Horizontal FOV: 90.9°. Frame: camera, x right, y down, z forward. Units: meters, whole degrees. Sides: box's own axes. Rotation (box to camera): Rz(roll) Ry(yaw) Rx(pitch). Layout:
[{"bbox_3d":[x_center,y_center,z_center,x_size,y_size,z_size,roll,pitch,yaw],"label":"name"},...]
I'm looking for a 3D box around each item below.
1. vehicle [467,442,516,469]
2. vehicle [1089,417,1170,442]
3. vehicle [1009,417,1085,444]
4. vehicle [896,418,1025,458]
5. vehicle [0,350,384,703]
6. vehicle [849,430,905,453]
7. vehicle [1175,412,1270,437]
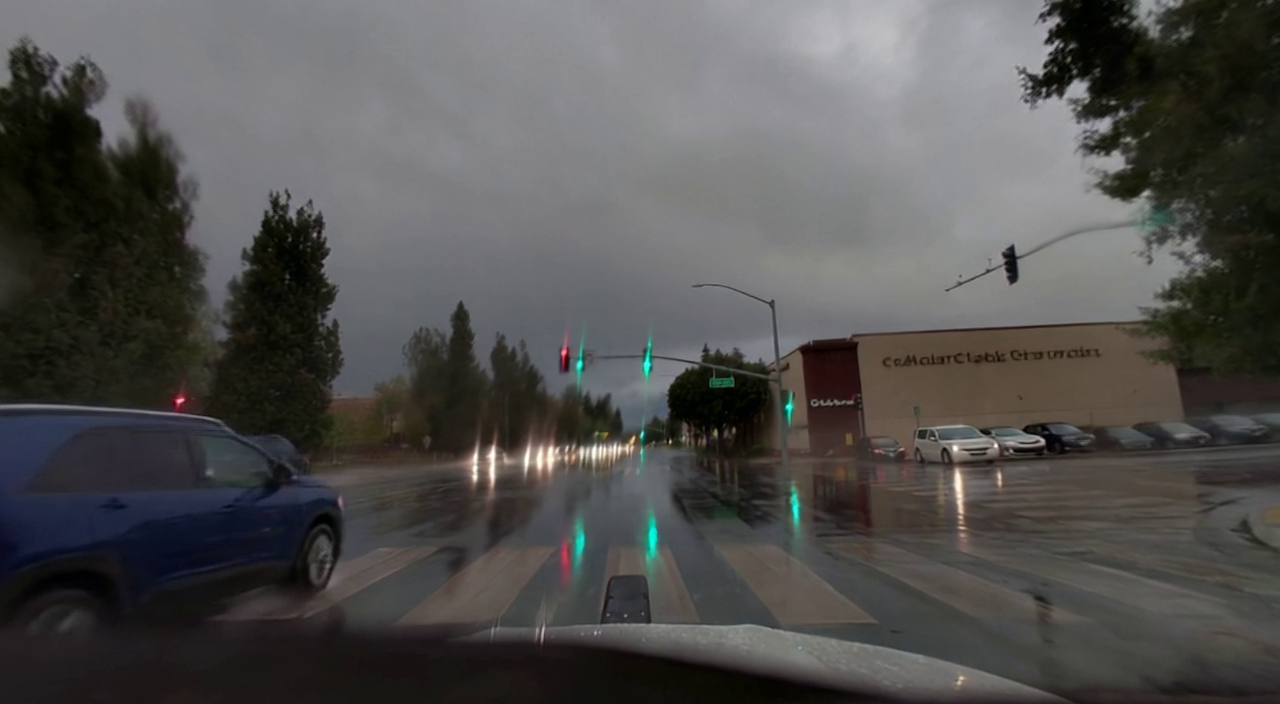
[{"bbox_3d":[-9.272,6.481,39.701,2.026,1.616,4.199,0,-8,1],"label":"vehicle"},{"bbox_3d":[31.345,5.003,40.524,1.823,1.480,4.003,0,-8,-4],"label":"vehicle"},{"bbox_3d":[26.312,5.153,40.966,2.011,1.656,4.163,0,-8,-3],"label":"vehicle"},{"bbox_3d":[13.978,3.775,27.677,4.566,1.670,2.000,0,-8,-2],"label":"vehicle"},{"bbox_3d":[-3.404,1.023,3.698,1.934,1.649,4.490,0,-8,0],"label":"vehicle"},{"bbox_3d":[17.274,6.545,46.028,3.329,1.415,1.821,-5,-9,2],"label":"vehicle"},{"bbox_3d":[38.418,4.816,41.724,1.715,1.480,4.701,0,-8,-1],"label":"vehicle"}]
